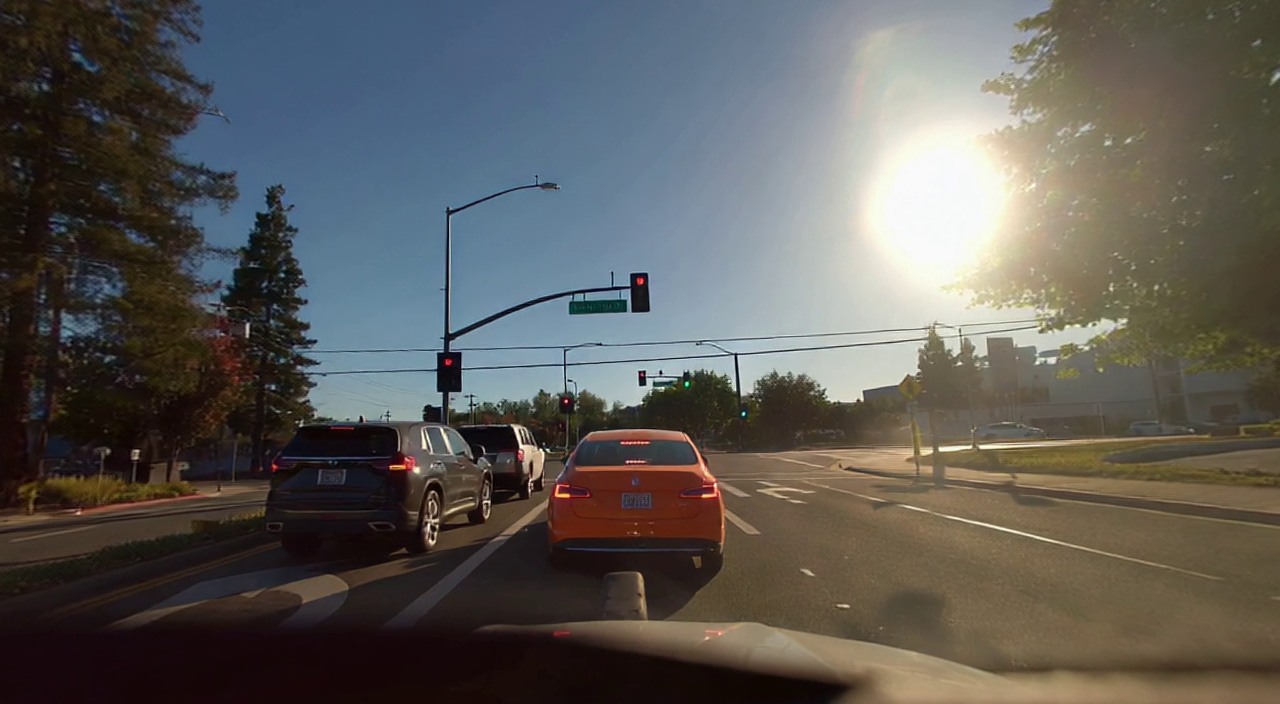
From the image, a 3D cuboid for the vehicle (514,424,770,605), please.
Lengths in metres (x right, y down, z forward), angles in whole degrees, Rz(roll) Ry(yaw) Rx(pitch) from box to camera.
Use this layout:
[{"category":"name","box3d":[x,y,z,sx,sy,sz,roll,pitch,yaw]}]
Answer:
[{"category":"vehicle","box3d":[-0.039,1.646,7.310,2.126,1.475,3.967,0,-8,-2]}]

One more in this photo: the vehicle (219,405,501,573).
[{"category":"vehicle","box3d":[-3.413,1.754,8.822,2.046,1.751,4.208,0,-8,-1]}]
